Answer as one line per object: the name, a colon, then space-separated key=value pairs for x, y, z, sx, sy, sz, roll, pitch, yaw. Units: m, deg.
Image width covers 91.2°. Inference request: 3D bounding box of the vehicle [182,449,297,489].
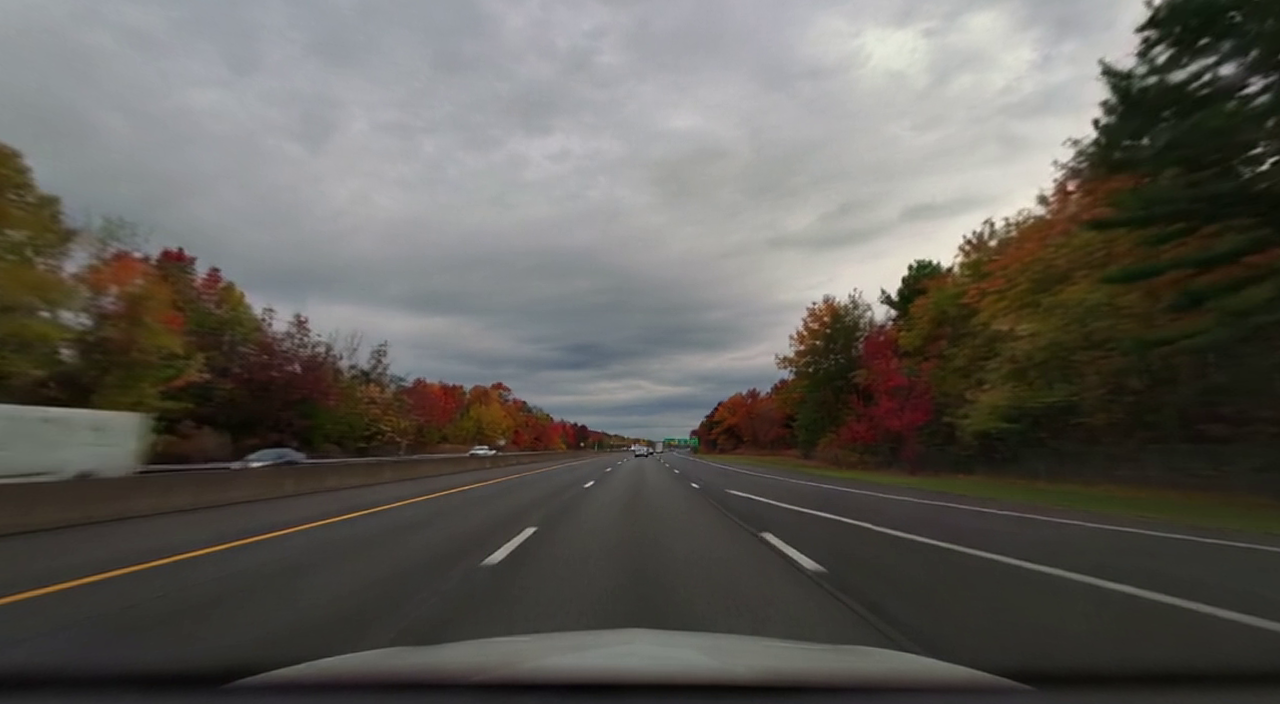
vehicle: x=-16.301 y=4.766 z=25.806 sx=1.825 sy=1.469 sz=4.326 roll=-1 pitch=-9 yaw=0
